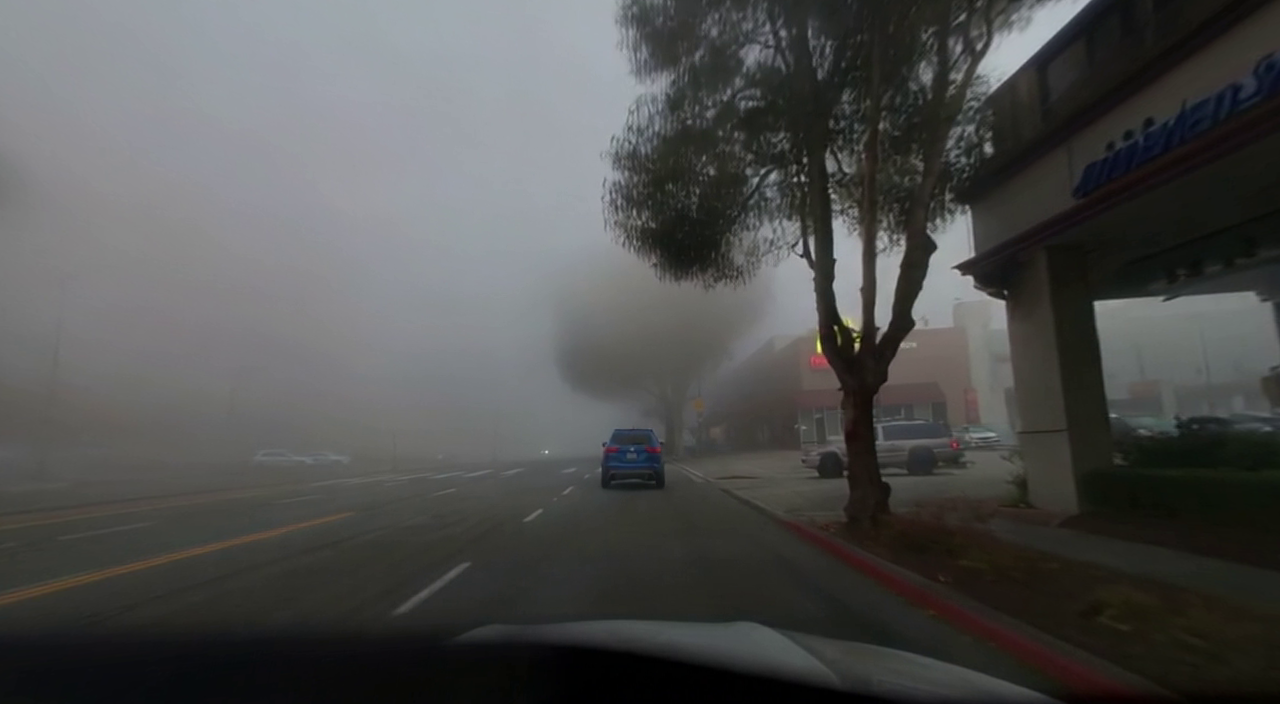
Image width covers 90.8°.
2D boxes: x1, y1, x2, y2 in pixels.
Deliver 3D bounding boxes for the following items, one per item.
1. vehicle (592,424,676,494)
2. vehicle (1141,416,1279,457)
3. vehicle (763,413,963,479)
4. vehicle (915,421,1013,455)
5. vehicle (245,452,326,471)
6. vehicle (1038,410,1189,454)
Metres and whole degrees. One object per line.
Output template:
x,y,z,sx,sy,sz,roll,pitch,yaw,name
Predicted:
-0.195,3.134,18.736,2.234,1.818,3.869,0,-9,-1,vehicle
24.168,3.597,26.747,1.867,1.571,4.153,3,-9,-20,vehicle
6.187,2.686,18.032,4.828,1.733,2.231,0,-9,-1,vehicle
16.378,4.357,31.832,4.918,1.595,2.213,6,-11,-34,vehicle
-26.836,8.268,47.998,5.154,1.343,1.943,4,-9,-23,vehicle
19.947,3.489,27.054,2.080,1.702,5.430,0,-9,-3,vehicle
